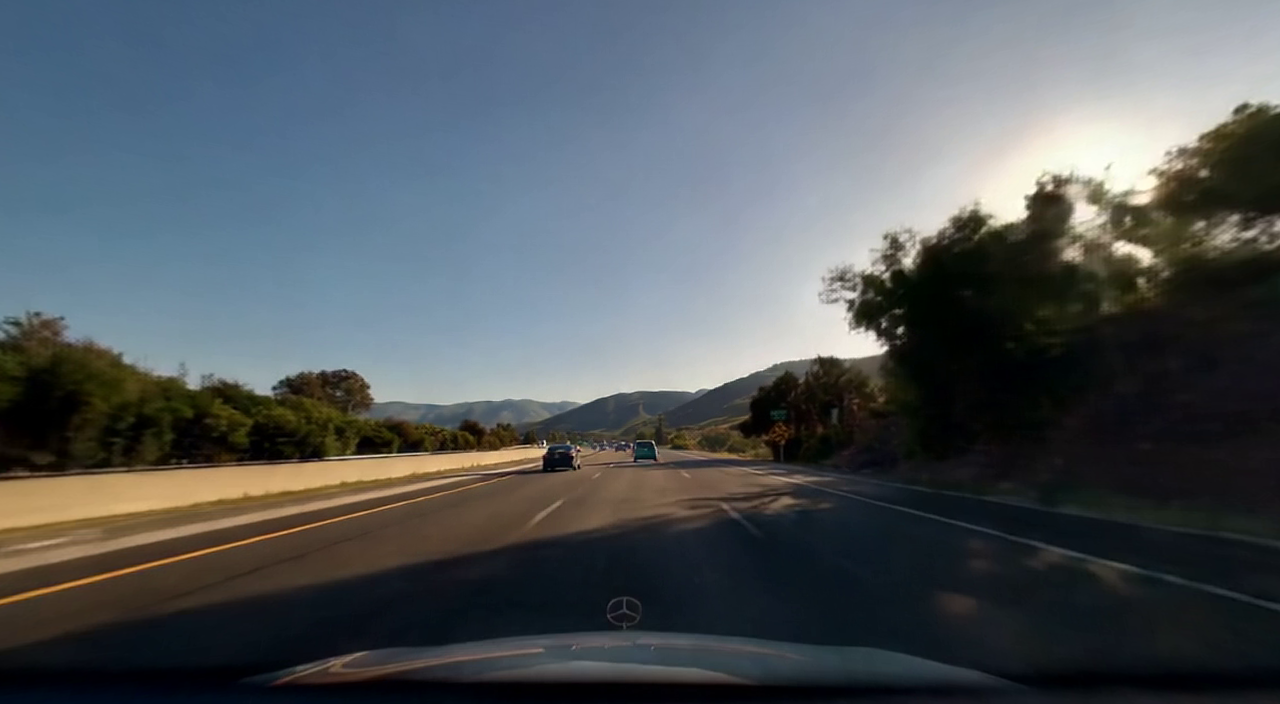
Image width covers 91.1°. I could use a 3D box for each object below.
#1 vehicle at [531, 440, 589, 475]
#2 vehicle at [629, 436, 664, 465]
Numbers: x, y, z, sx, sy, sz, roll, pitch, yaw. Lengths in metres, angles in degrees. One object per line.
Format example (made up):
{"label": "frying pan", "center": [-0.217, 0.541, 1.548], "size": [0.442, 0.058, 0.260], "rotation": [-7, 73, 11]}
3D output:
{"label": "vehicle", "center": [-3.648, 4.916, 29.528], "size": [2.082, 1.485, 4.237], "rotation": [0, -8, 1]}
{"label": "vehicle", "center": [0.377, 6.704, 42.956], "size": [2.272, 1.836, 4.866], "rotation": [0, -8, -1]}
